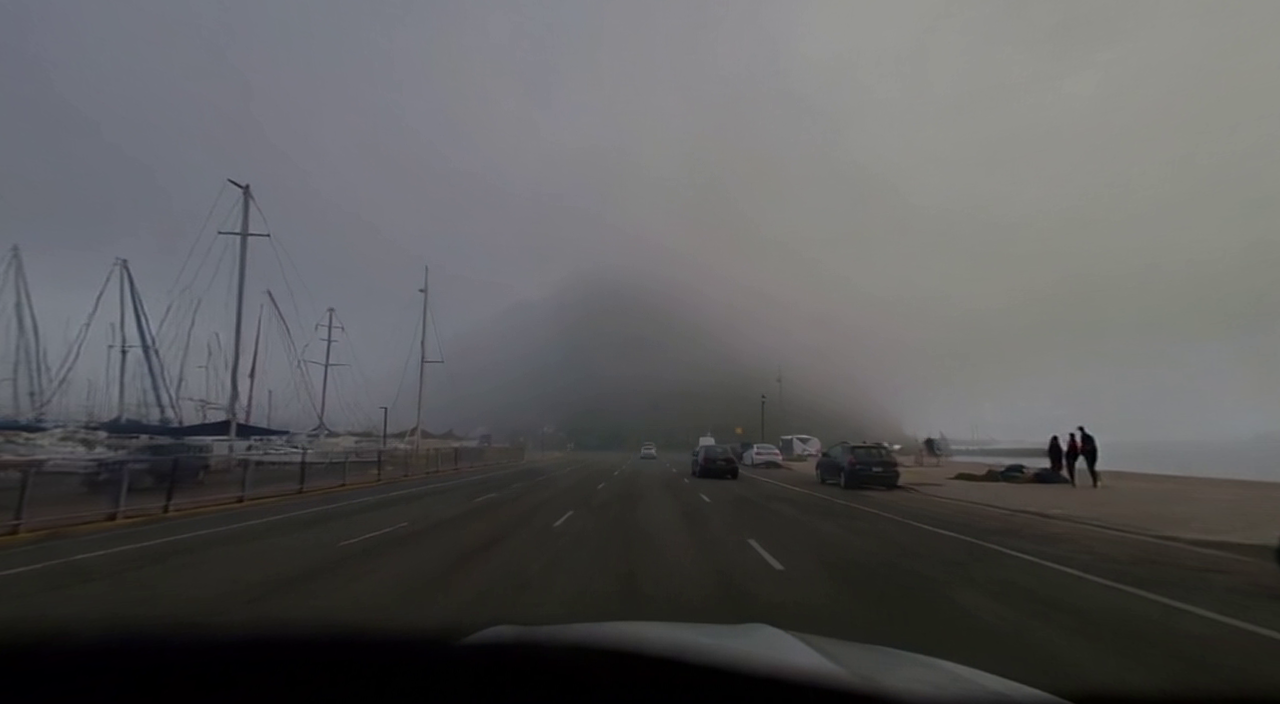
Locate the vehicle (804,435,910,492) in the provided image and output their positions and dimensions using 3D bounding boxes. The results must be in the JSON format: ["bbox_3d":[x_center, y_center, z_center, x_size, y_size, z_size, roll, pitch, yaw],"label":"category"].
[{"bbox_3d":[7.393,3.838,22.063,2.029,1.750,4.825,-1,-9,1],"label":"vehicle"}]

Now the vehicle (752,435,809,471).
[{"bbox_3d":[8.162,5.921,37.061,2.056,1.896,5.062,-1,-9,-1],"label":"vehicle"}]

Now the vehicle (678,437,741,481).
[{"bbox_3d":[2.731,4.327,25.705,2.047,1.640,4.051,-1,-9,0],"label":"vehicle"}]

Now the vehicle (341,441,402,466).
[{"bbox_3d":[-17.751,6.766,41.968,1.840,1.522,4.695,-1,-9,2],"label":"vehicle"}]
